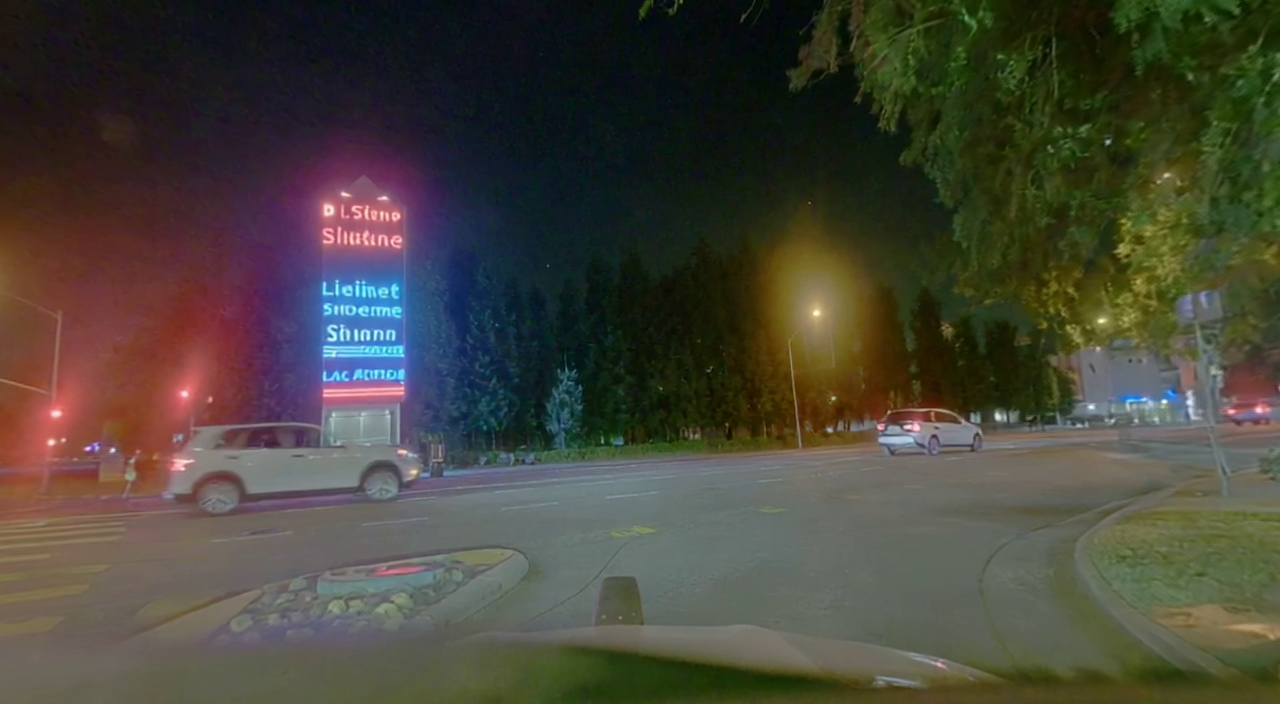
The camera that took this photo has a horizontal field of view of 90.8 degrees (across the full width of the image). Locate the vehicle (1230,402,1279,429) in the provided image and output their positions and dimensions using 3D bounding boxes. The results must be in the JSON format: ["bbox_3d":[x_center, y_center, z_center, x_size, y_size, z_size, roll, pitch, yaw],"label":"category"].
[{"bbox_3d":[43.855,4.545,44.658,4.509,1.691,1.983,6,-10,-34],"label":"vehicle"}]

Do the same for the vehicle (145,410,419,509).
[{"bbox_3d":[-7.465,2.255,13.556,4.689,1.758,2.146,6,-10,-33],"label":"vehicle"}]

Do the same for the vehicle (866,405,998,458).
[{"bbox_3d":[9.920,2.742,21.391,4.377,1.624,1.953,6,-10,-34],"label":"vehicle"}]
